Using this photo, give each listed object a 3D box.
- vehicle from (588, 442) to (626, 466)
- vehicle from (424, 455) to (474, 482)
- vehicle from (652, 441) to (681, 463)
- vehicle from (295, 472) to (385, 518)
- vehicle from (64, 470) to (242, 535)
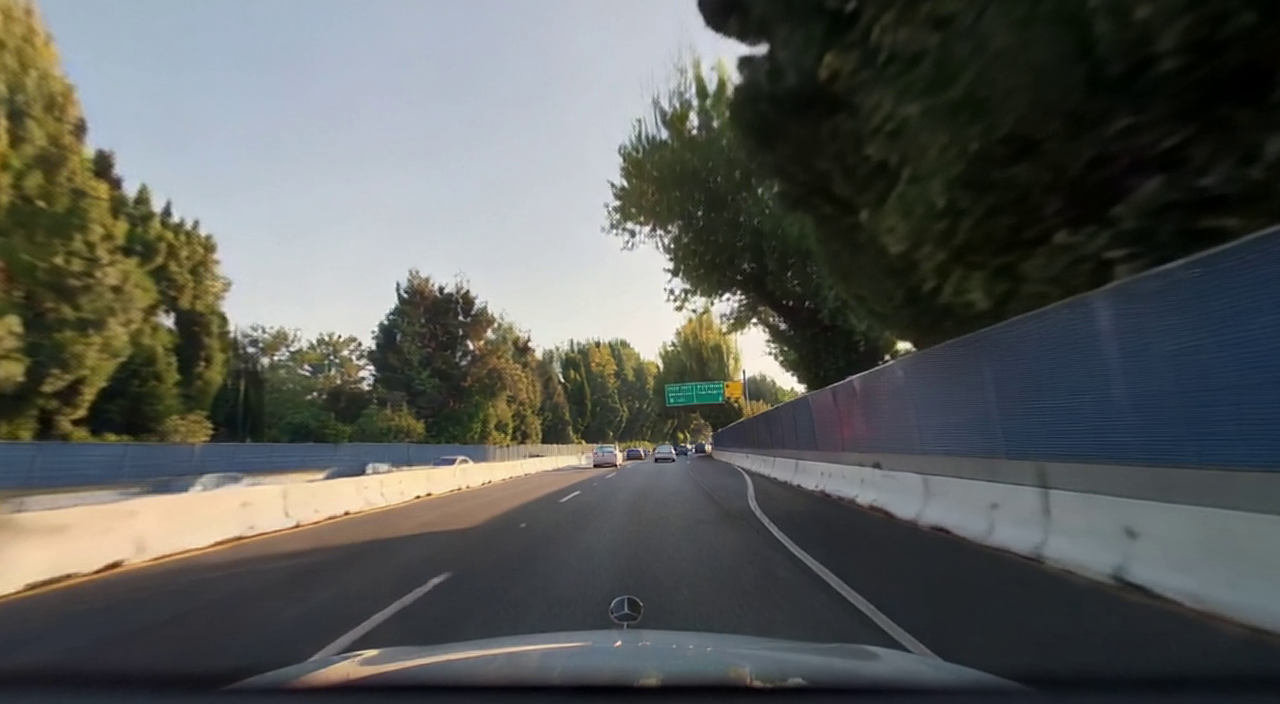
[{"bbox_3d":[-2.107,6.683,41.424,1.985,1.518,3.847,-1,-8,4],"label":"vehicle"},{"bbox_3d":[-13.066,7.958,43.328,1.870,1.674,4.218,-1,-8,3],"label":"vehicle"},{"bbox_3d":[2.040,7.506,47.351,2.077,1.533,3.854,-1,-8,3],"label":"vehicle"},{"bbox_3d":[-10.498,5.008,22.272,1.457,1.317,3.296,-1,-8,1],"label":"vehicle"},{"bbox_3d":[-14.519,4.472,19.174,1.824,1.538,4.385,0,-8,1],"label":"vehicle"}]
